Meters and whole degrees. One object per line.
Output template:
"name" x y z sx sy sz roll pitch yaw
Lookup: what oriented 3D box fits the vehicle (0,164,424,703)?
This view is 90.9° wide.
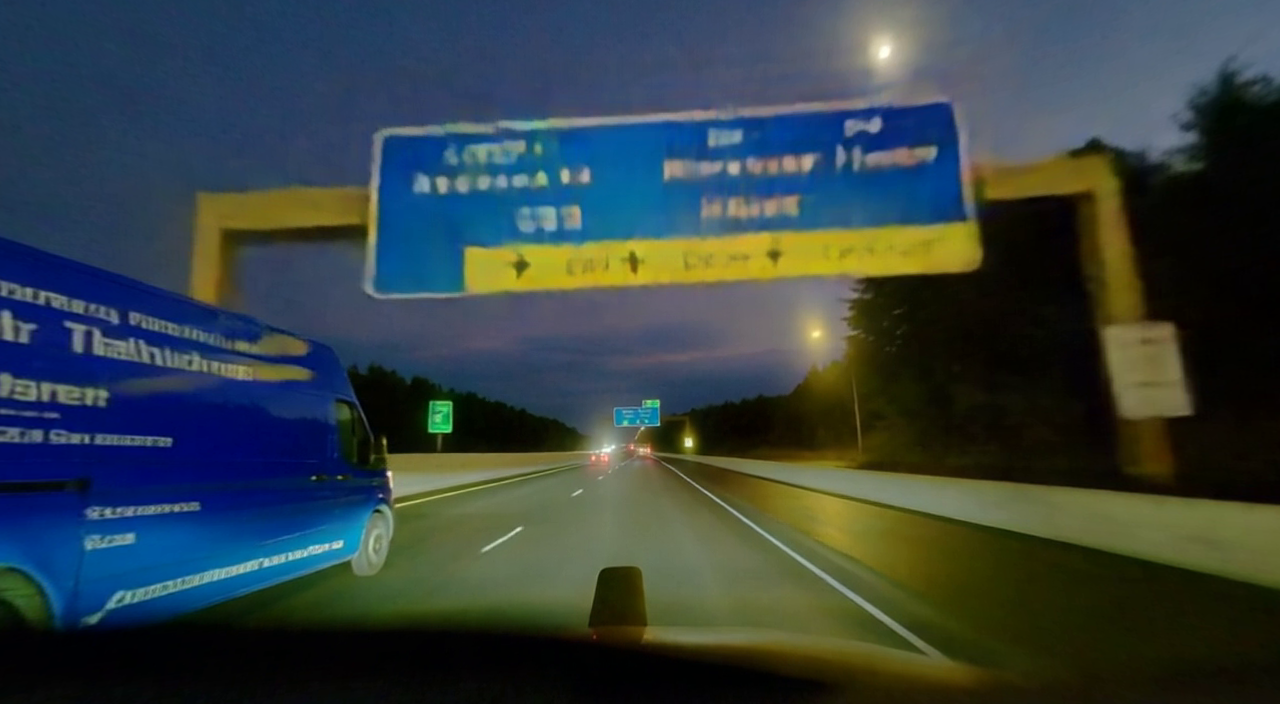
"vehicle" -4.032 0.811 4.849 2.320 2.636 7.021 0 -9 -1
